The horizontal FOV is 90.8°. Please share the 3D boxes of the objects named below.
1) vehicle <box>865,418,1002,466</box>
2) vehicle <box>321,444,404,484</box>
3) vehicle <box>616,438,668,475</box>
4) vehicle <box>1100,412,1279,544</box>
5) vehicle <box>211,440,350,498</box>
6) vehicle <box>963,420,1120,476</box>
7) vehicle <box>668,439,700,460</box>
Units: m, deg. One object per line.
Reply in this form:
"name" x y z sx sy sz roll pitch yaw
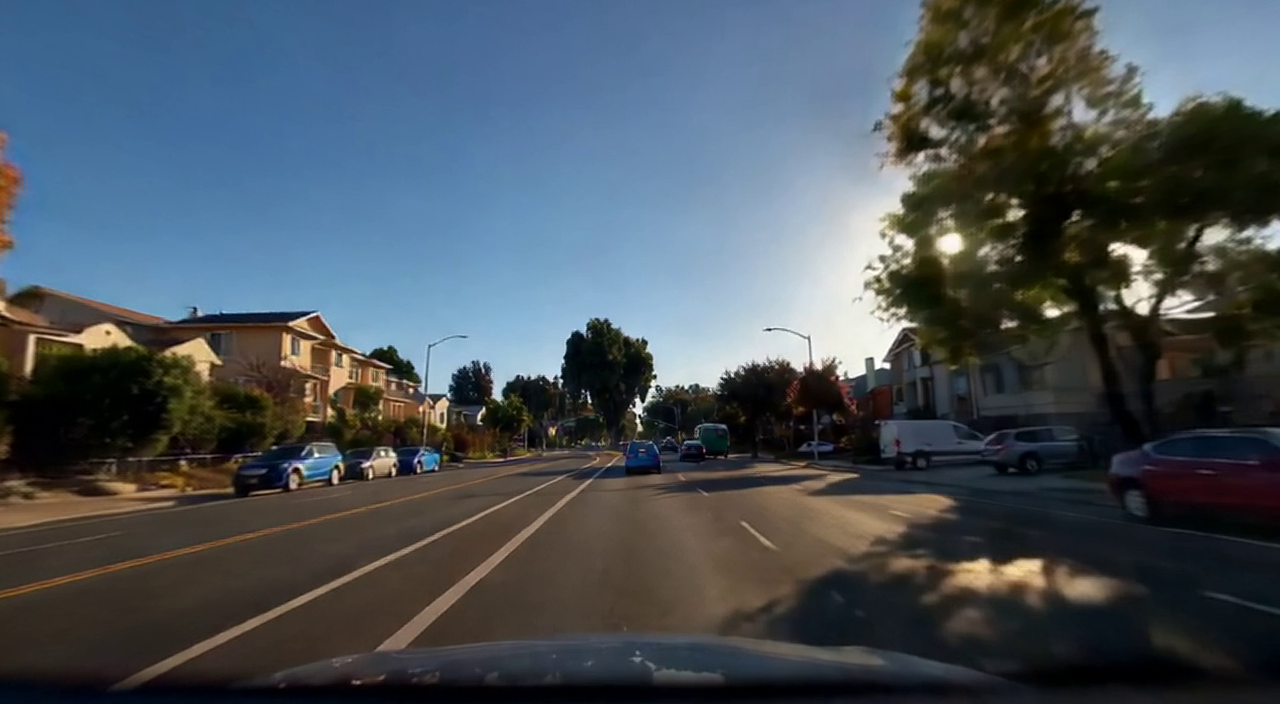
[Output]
"vehicle" 14.711 4.538 31.947 5.696 2.299 2.292 0 -9 -2
"vehicle" -14.468 5.845 33.301 2.140 1.899 4.900 0 -9 0
"vehicle" 0.033 4.538 27.614 2.093 1.497 4.010 0 -9 -1
"vehicle" 9.726 1.844 9.517 2.139 1.772 4.468 0 -9 -1
"vehicle" -14.517 4.733 26.092 2.351 2.008 5.971 -2 -8 -1
"vehicle" 15.091 3.643 23.949 4.481 1.988 2.065 0 -9 -1
"vehicle" 3.353 7.615 49.229 2.161 1.519 4.568 0 -9 0
